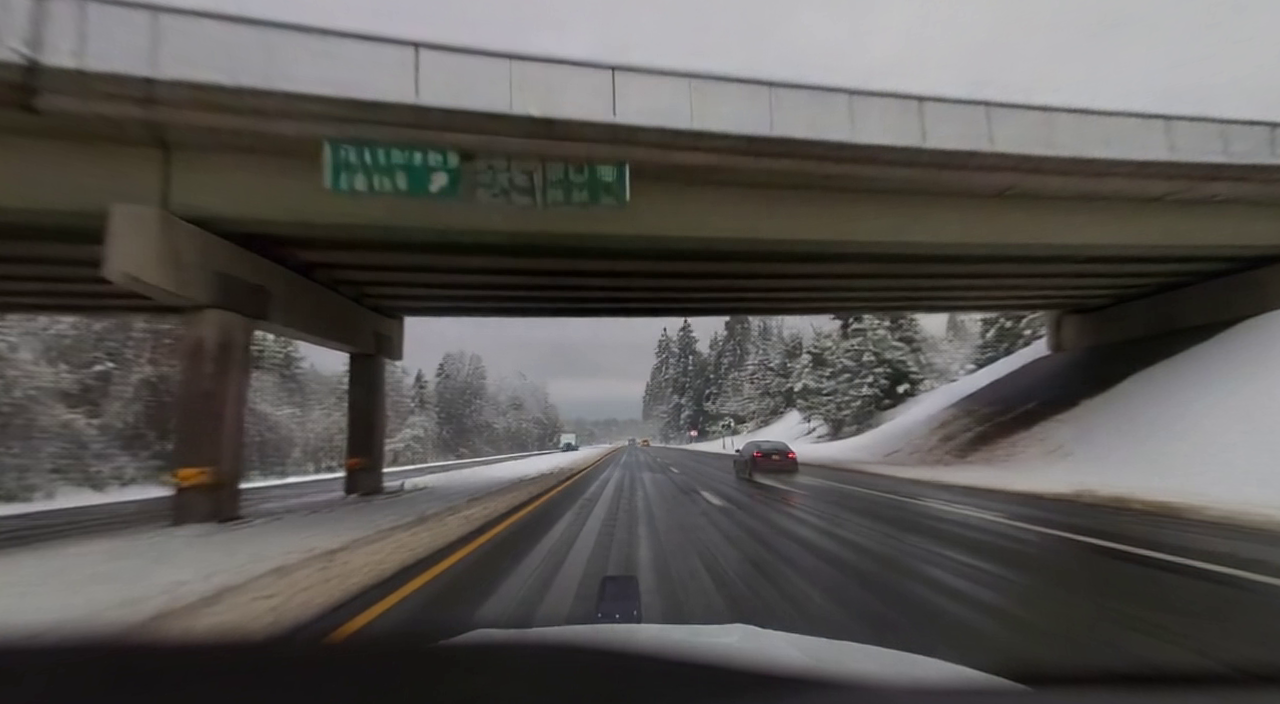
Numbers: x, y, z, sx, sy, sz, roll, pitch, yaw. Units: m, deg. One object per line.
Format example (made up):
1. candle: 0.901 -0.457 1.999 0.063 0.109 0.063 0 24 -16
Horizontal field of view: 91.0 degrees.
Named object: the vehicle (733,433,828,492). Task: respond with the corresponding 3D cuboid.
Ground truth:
1. vehicle: 3.870 3.087 17.951 1.781 1.470 3.540 0 -8 -2
